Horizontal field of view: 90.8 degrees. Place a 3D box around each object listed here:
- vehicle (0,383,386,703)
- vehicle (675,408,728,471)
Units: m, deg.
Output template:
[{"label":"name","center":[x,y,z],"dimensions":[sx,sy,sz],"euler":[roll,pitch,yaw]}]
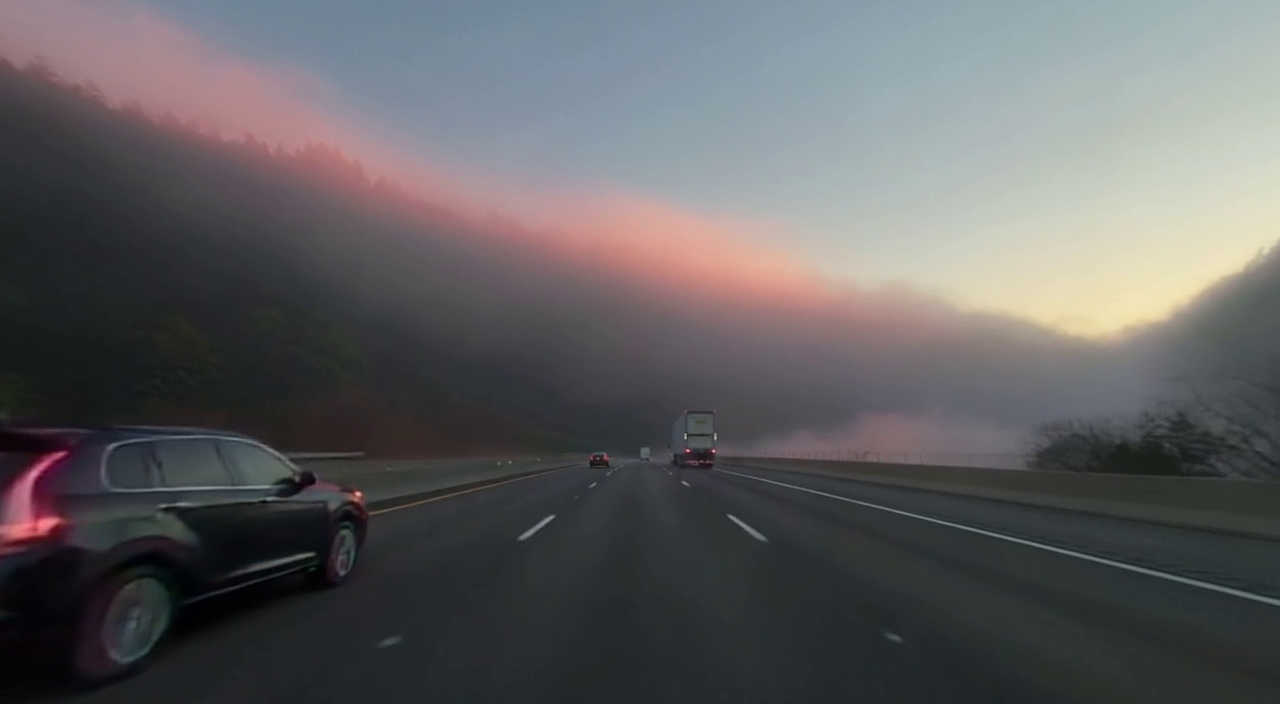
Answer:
[{"label":"vehicle","center":[-3.335,1.123,3.758],"dimensions":[1.944,1.548,4.051],"euler":[0,-9,0]},{"label":"vehicle","center":[4.073,5.993,42.942],"dimensions":[2.904,4.001,5.861],"euler":[0,-9,-1]}]
